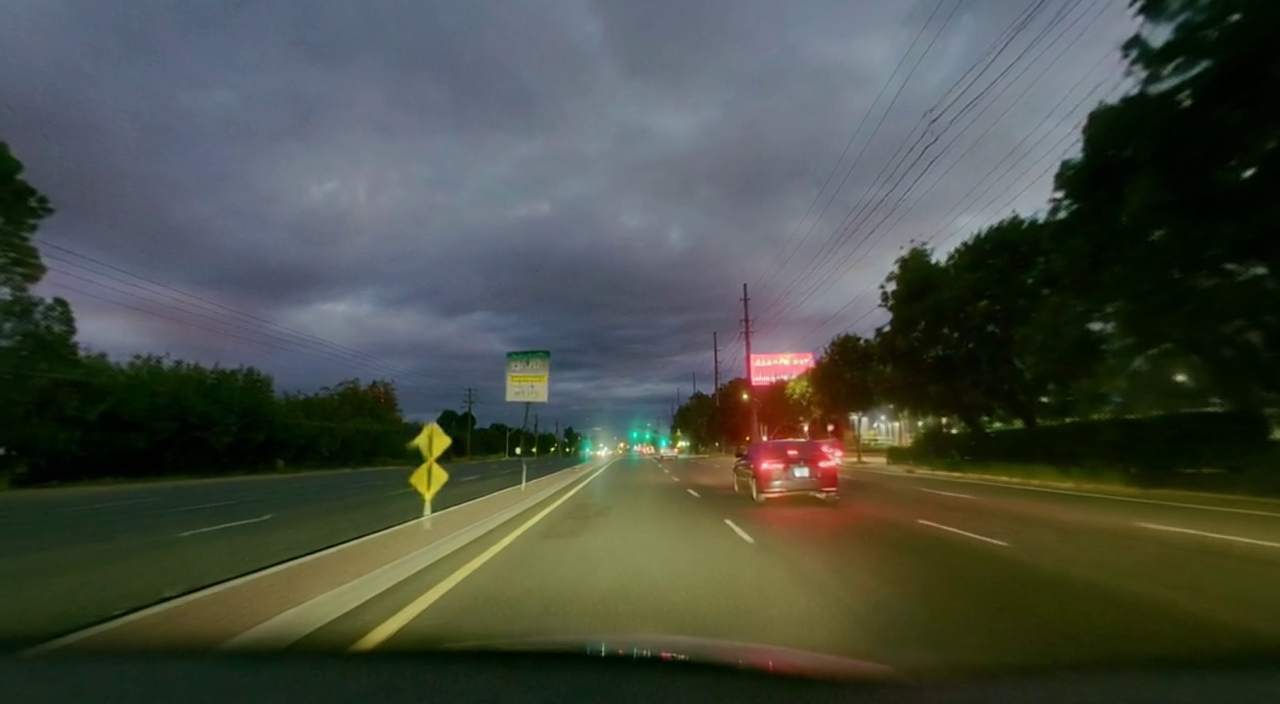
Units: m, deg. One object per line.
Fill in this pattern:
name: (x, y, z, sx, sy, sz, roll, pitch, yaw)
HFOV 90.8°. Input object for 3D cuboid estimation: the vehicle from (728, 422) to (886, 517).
vehicle: (3.248, 2.380, 13.261, 2.078, 1.668, 4.078, 0, -8, -2)
